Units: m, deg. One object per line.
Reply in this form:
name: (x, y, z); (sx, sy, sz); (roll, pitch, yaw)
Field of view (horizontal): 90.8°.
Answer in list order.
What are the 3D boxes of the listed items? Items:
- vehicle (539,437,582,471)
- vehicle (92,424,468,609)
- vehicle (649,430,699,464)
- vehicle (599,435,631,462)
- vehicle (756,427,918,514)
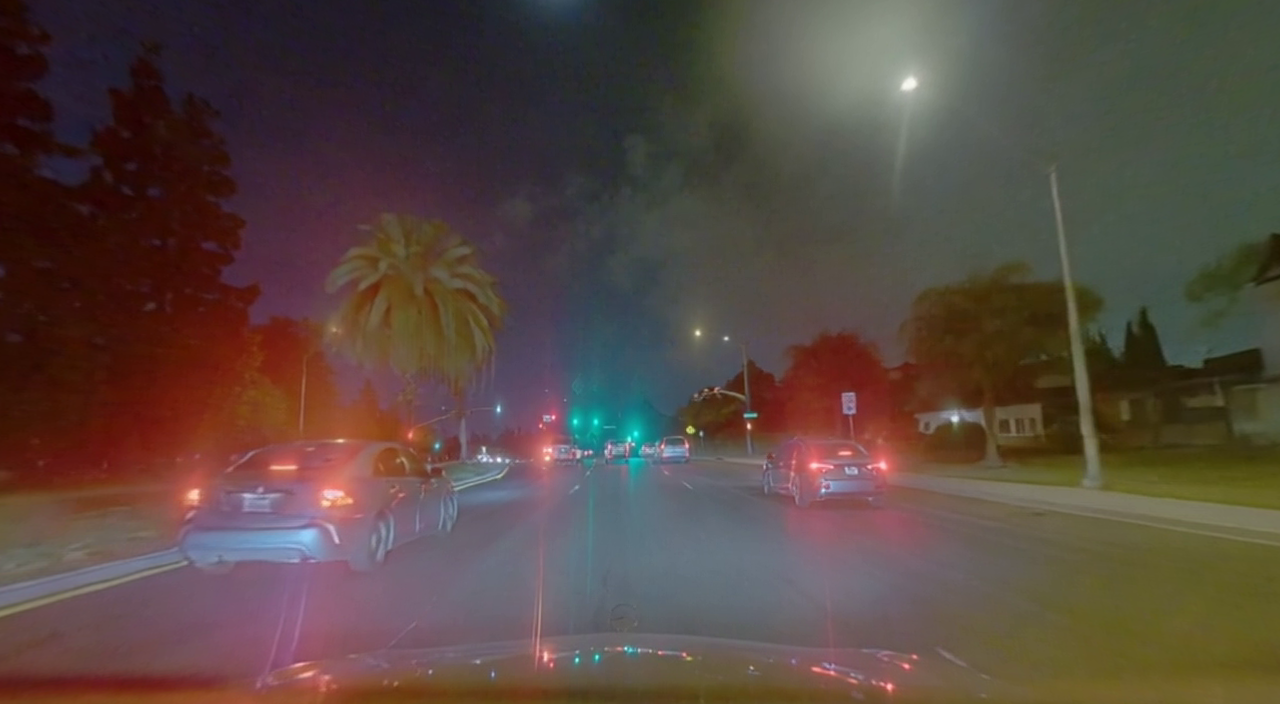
vehicle: (-4.043, 5.242, 32.619); (1.922, 1.577, 4.140); (0, -8, -4)
vehicle: (-3.505, 1.651, 7.303); (1.924, 1.473, 4.200); (0, -8, -1)
vehicle: (2.050, 5.985, 39.725); (2.391, 1.960, 5.600); (0, -8, -4)
vehicle: (-1.939, 7.257, 47.599); (2.164, 1.867, 4.254); (0, -8, -5)
vehicle: (3.841, 2.380, 13.163); (1.870, 1.491, 4.009); (0, -8, -3)
